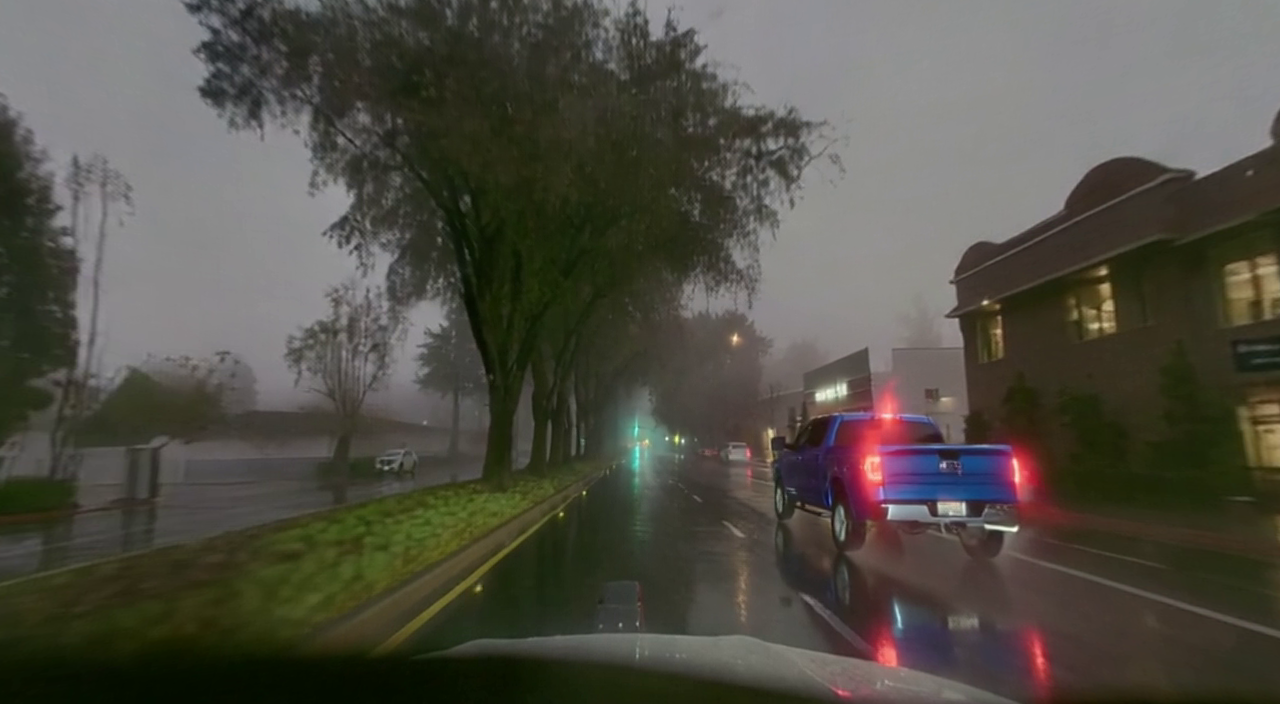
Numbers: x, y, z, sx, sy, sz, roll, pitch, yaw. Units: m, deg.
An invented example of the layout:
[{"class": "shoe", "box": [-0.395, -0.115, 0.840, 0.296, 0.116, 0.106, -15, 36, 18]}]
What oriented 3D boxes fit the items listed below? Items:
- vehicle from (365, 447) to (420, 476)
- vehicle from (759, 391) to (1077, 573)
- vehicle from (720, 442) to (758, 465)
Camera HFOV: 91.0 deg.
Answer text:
[{"class": "vehicle", "box": [-16.048, 7.122, 41.071, 1.913, 1.734, 4.357, 0, -8, -2]}, {"class": "vehicle", "box": [3.325, 1.707, 9.124, 2.085, 1.828, 5.383, 0, -8, -1]}, {"class": "vehicle", "box": [7.270, 7.468, 46.516, 1.863, 1.588, 4.670, 0, -8, -3]}]
